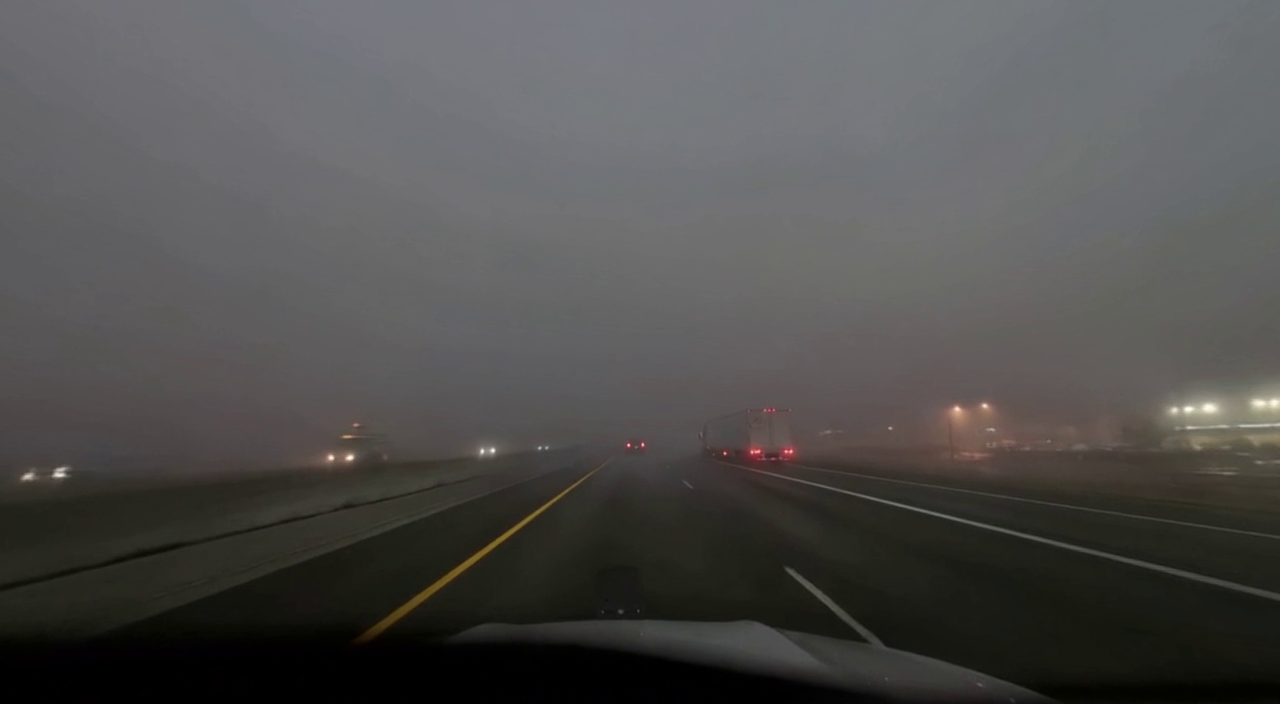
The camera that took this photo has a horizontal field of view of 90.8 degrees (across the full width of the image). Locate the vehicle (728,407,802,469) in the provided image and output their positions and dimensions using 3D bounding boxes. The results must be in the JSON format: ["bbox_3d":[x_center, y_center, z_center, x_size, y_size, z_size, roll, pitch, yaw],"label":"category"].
[{"bbox_3d":[7.094,5.072,37.003,2.793,3.204,7.997,0,-8,1],"label":"vehicle"}]

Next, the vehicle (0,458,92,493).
[{"bbox_3d":[-29.591,5.917,30.582,1.814,1.455,4.645,0,-8,1],"label":"vehicle"}]

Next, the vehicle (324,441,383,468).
[{"bbox_3d":[-22.392,7.994,49.568,2.071,2.009,5.318,0,-8,0],"label":"vehicle"}]
